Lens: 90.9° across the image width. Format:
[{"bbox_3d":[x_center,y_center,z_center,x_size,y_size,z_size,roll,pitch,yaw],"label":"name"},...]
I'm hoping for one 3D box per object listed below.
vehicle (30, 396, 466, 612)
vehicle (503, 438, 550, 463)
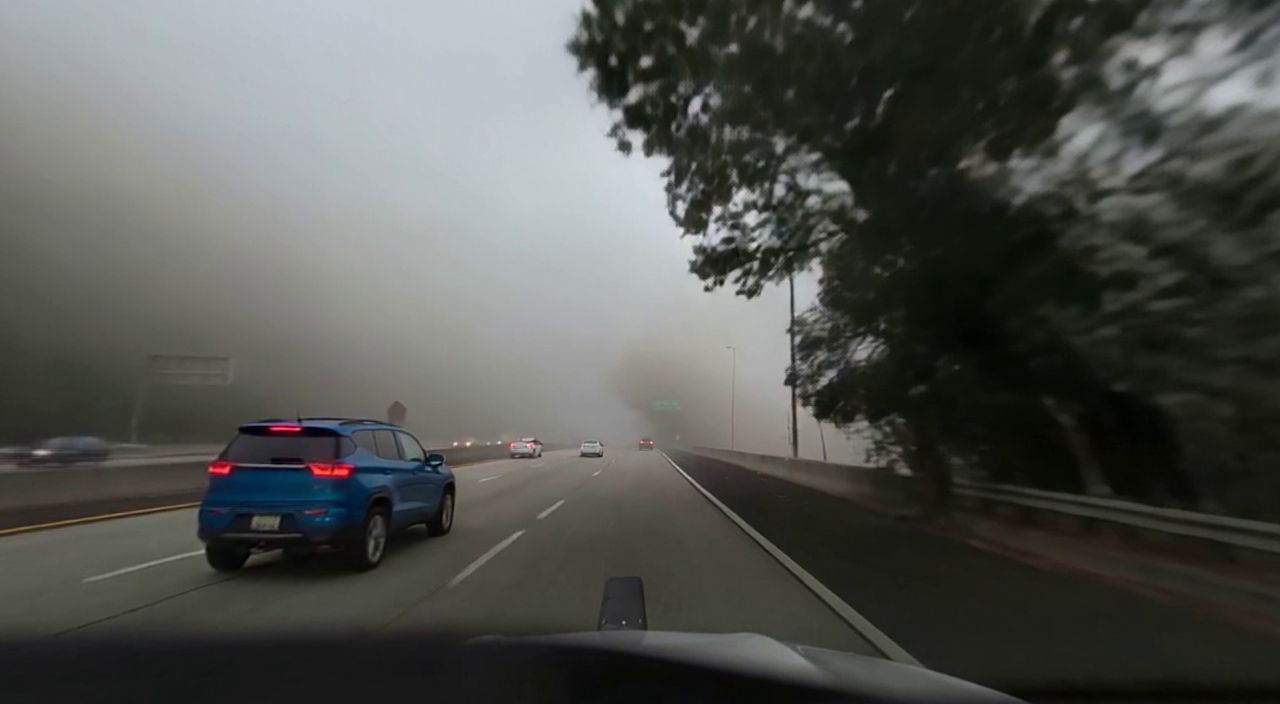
[{"bbox_3d":[-3.770,1.538,7.333,2.138,1.718,4.415,0,-8,1],"label":"vehicle"},{"bbox_3d":[-7.121,6.230,40.107,1.963,1.476,4.739,-1,-8,2],"label":"vehicle"}]
